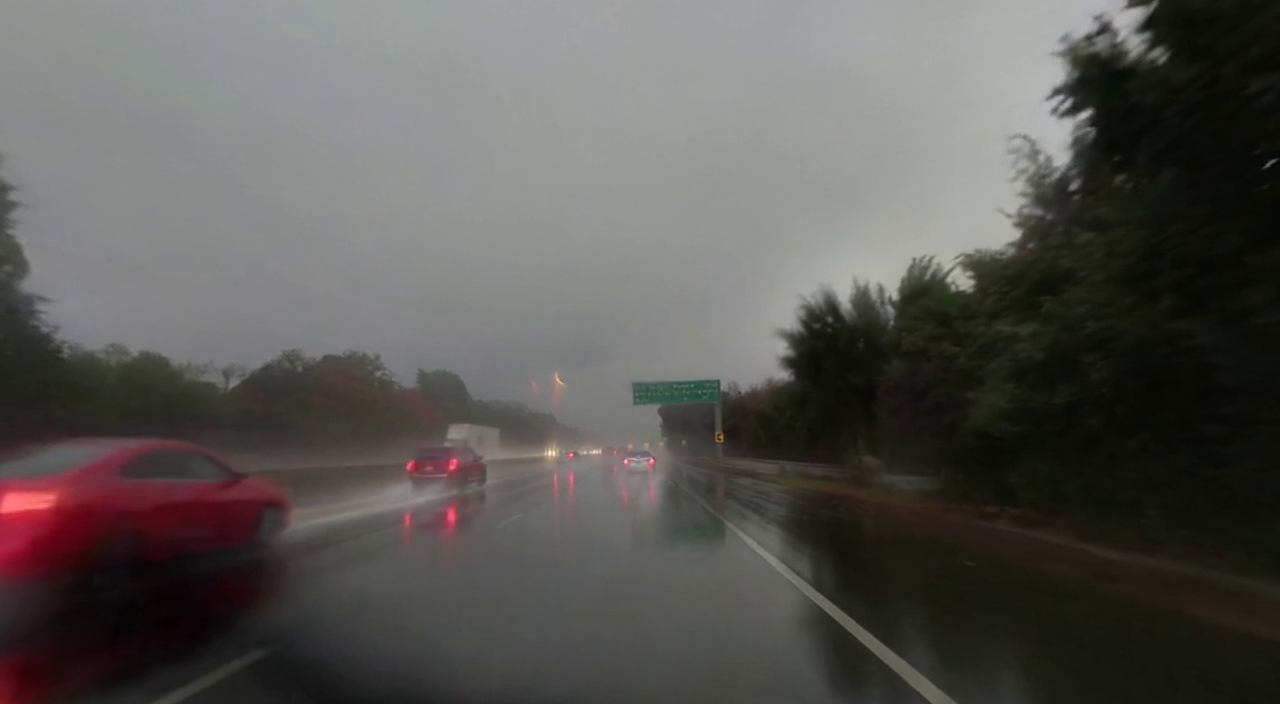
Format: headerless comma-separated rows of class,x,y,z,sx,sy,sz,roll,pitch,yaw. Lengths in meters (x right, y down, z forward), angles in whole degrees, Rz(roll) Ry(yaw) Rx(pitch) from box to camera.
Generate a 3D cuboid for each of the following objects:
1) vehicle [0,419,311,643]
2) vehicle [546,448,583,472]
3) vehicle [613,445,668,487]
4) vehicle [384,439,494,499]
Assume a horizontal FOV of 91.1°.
vehicle,-5.431,1.535,6.303,2.043,1.534,4.032,0,-9,0
vehicle,-4.906,7.045,41.365,1.892,1.481,4.180,0,-9,1
vehicle,-0.001,4.346,24.231,1.940,1.451,3.512,0,-9,-1
vehicle,-6.003,3.535,19.362,2.058,1.626,4.118,0,-9,0
